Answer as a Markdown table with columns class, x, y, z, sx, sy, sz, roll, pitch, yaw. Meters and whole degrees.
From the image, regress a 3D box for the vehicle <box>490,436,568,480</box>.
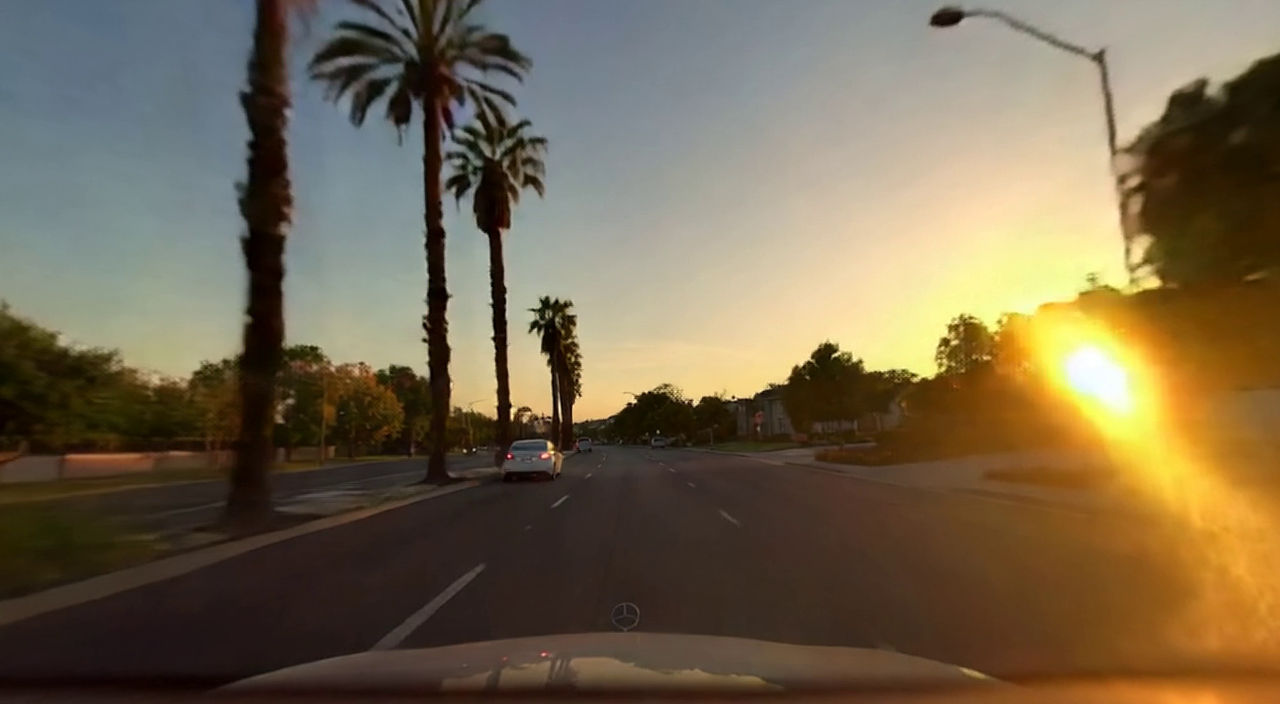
| class | x | y | z | sx | sy | sz | roll | pitch | yaw |
| --- | --- | --- | --- | --- | --- | --- | --- | --- | --- |
| vehicle | -4.026 | 3.924 | 23.723 | 2.108 | 1.475 | 4.555 | 0 | -8 | 0 |
